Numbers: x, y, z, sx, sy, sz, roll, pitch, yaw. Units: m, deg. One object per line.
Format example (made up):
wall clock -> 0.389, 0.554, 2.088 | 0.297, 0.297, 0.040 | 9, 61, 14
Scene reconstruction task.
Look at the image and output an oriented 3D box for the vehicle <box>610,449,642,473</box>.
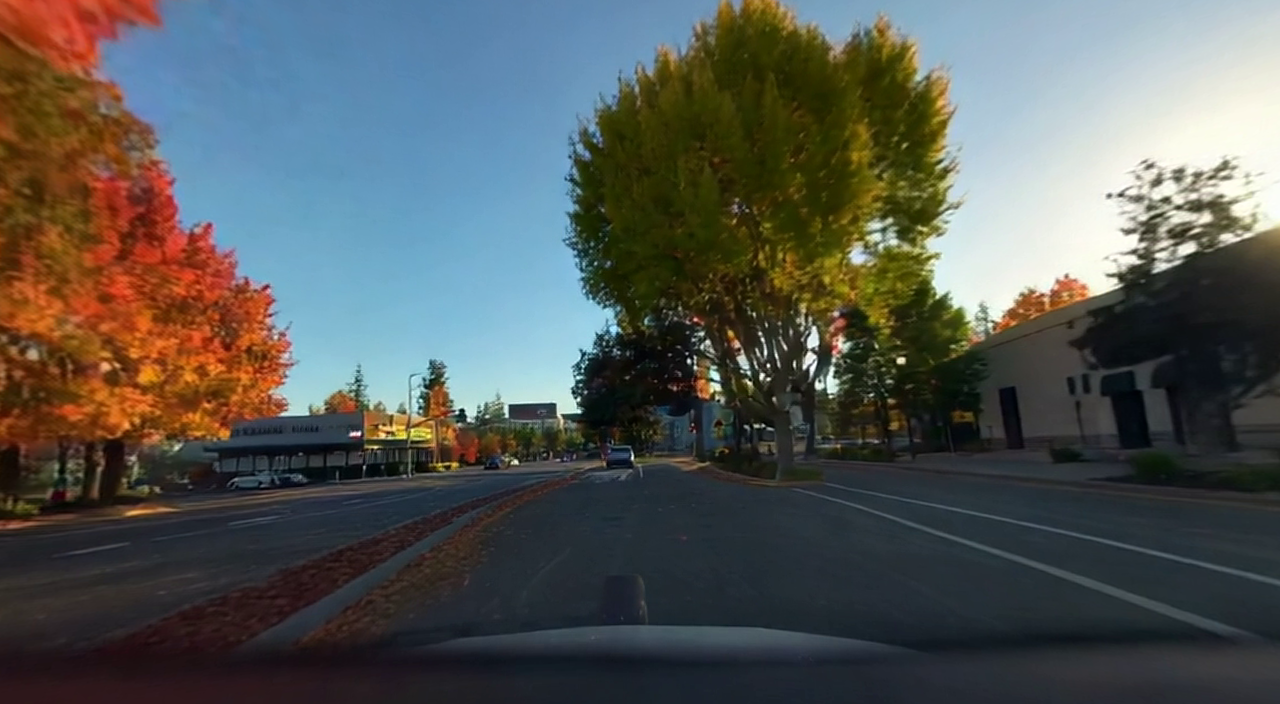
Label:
vehicle -> -0.883, 7.403, 43.095 | 2.018, 1.512, 4.304 | 0, -9, 1
